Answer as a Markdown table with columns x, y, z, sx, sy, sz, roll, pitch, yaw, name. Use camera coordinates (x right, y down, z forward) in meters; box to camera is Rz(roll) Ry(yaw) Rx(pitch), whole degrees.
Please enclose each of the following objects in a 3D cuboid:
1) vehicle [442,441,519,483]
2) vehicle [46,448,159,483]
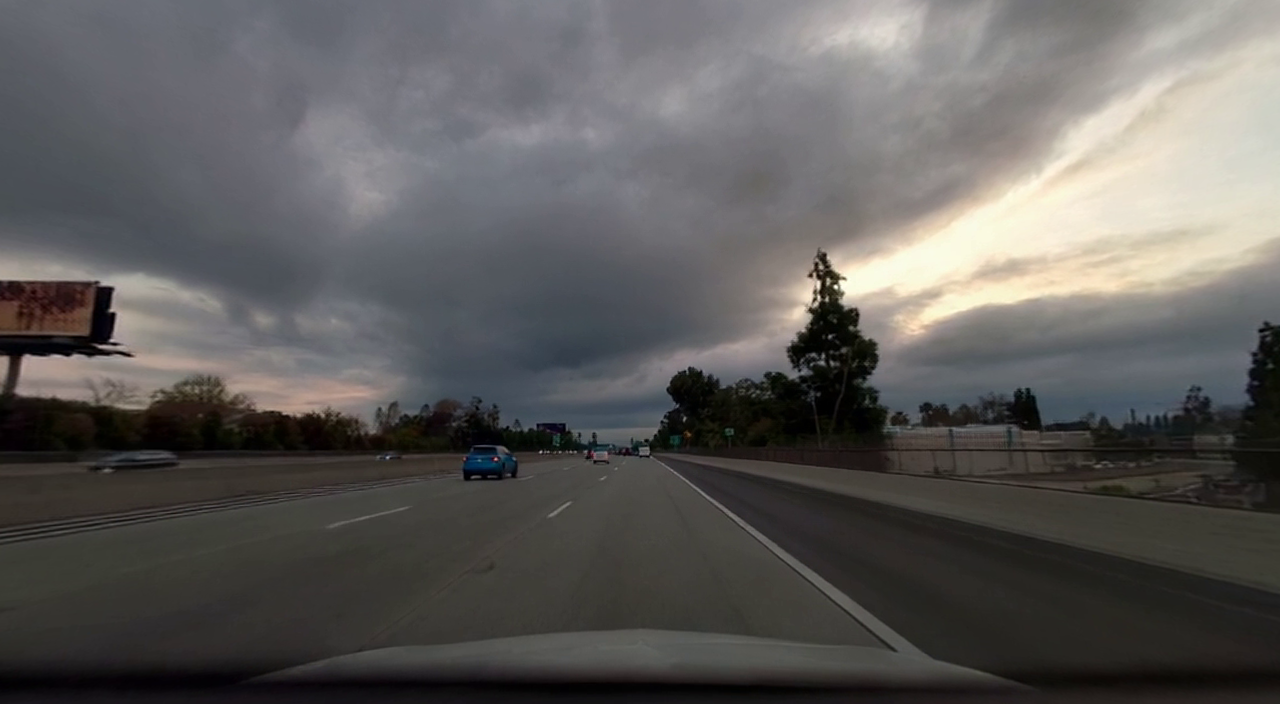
| x | y | z | sx | sy | sz | roll | pitch | yaw | name |
| --- | --- | --- | --- | --- | --- | --- | --- | --- | --- |
| -6.881 | 4.790 | 27.768 | 2.055 | 1.683 | 4.804 | 0 | -9 | 1 | vehicle |
| -28.602 | 6.019 | 33.738 | 1.934 | 1.691 | 4.551 | 0 | -9 | 1 | vehicle |
